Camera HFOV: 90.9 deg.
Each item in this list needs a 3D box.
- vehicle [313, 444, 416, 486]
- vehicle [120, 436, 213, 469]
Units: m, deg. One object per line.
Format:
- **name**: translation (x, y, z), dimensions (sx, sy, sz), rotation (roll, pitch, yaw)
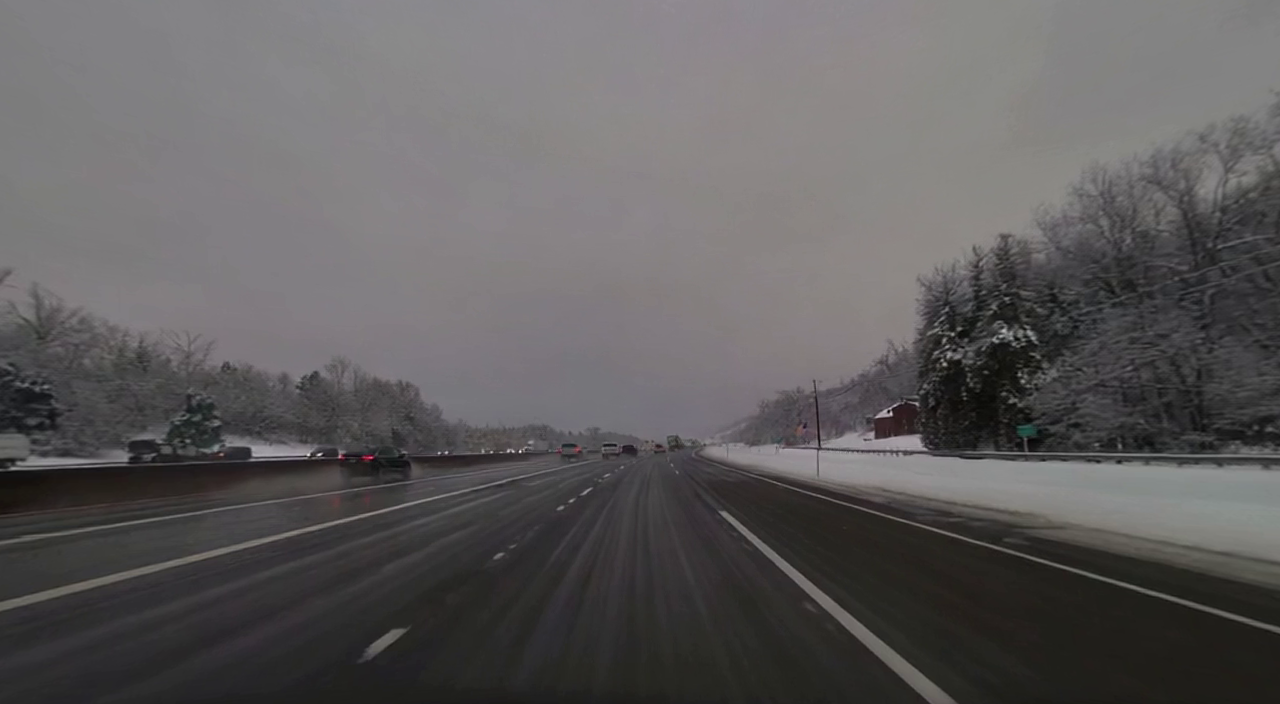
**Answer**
- **vehicle**: translation (-10.488, 4.320, 24.432), dimensions (1.927, 1.454, 4.395), rotation (-1, -8, 2)
- **vehicle**: translation (-37.177, 7.863, 49.809), dimensions (2.119, 2.396, 6.381), rotation (-1, -8, 3)
